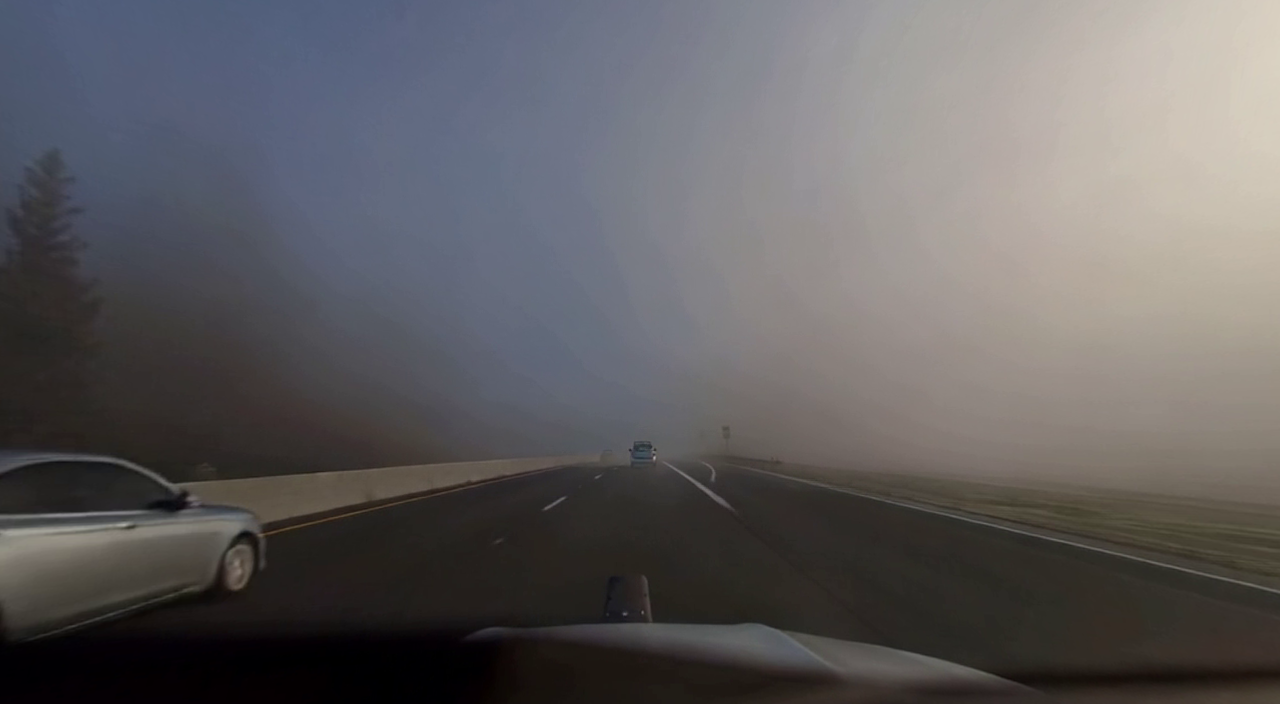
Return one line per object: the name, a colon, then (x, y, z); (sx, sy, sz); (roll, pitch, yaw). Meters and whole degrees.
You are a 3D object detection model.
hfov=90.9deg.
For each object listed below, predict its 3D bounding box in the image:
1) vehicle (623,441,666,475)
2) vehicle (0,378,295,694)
vehicle: (0.237, 5.701, 34.067); (2.172, 1.687, 3.929); (0, -9, 0)
vehicle: (-4.508, 1.090, 3.995); (2.078, 1.696, 4.437); (0, -9, 0)
